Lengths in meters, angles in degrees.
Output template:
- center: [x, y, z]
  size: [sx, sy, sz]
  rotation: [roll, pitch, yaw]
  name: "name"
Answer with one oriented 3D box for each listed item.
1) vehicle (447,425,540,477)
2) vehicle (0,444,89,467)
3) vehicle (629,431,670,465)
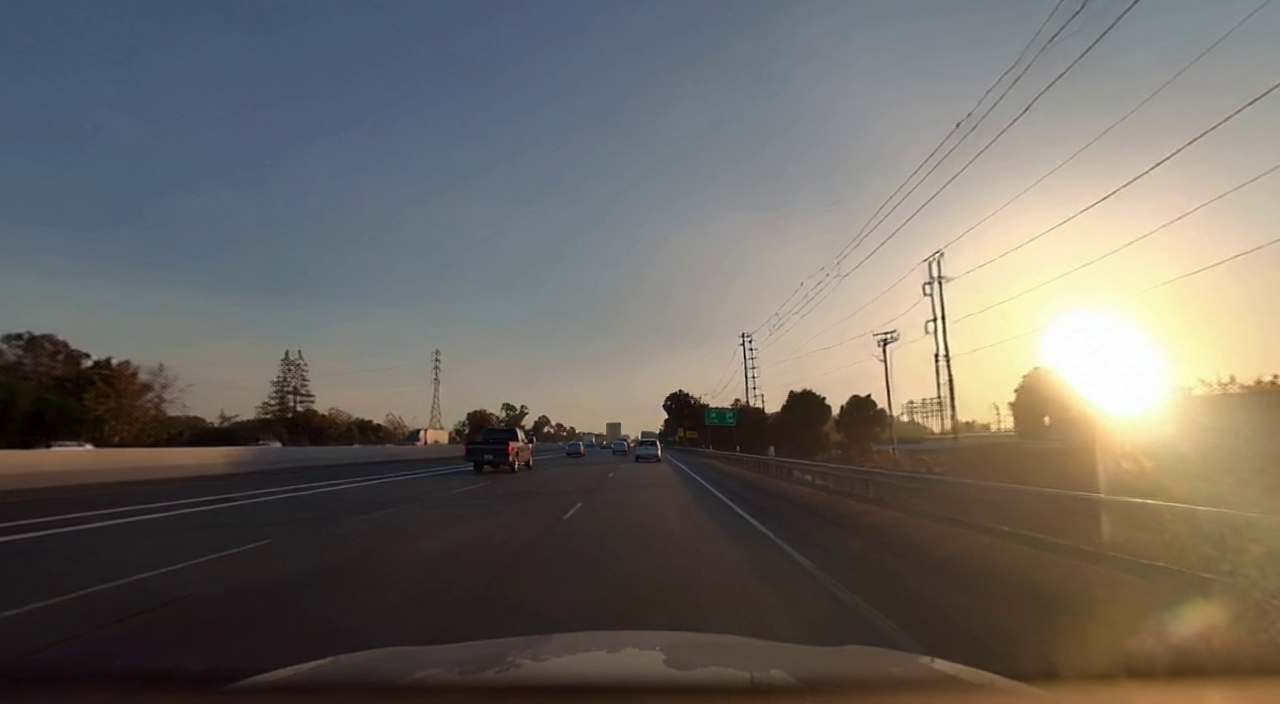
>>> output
- center: [-6.203, 4.311, 27.768]
  size: [2.460, 1.992, 6.474]
  rotation: [0, -8, 1]
  name: "vehicle"
- center: [-43.633, 7.536, 46.290]
  size: [1.889, 1.599, 4.753]
  rotation: [-1, -8, 2]
  name: "vehicle"
- center: [0.589, 6.155, 40.627]
  size: [2.448, 2.025, 5.193]
  rotation: [0, -8, 0]
  name: "vehicle"
